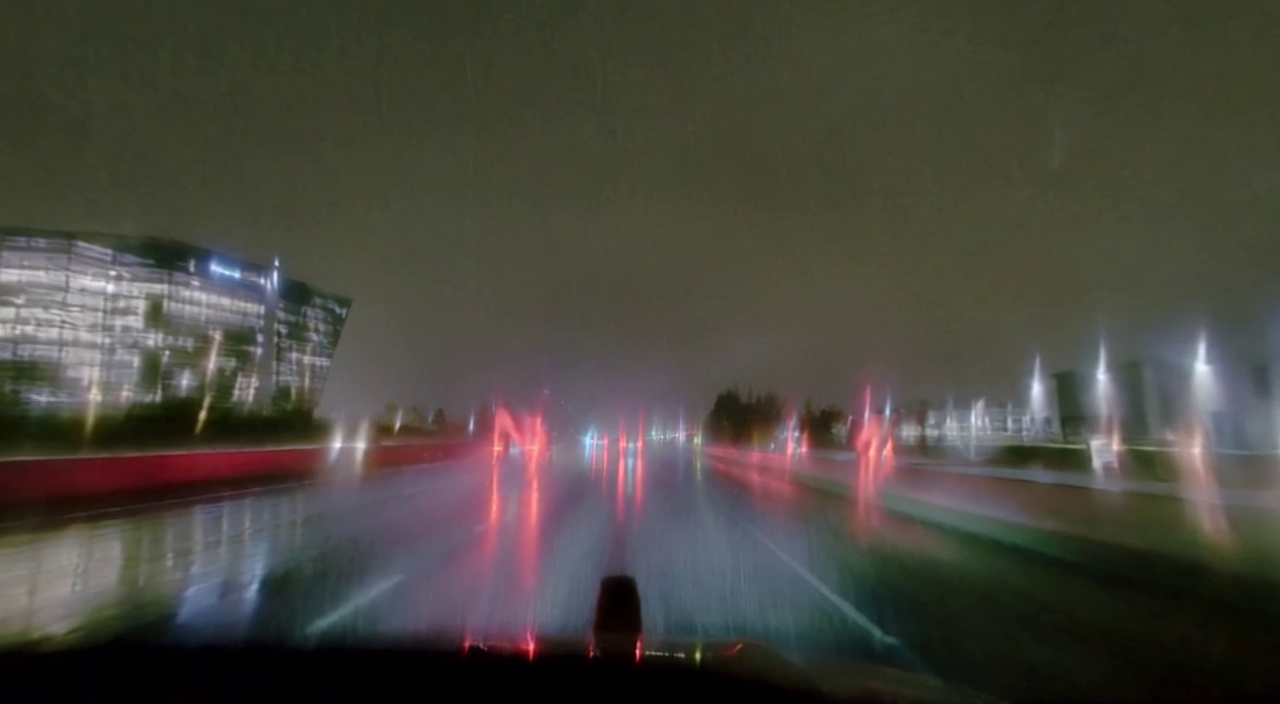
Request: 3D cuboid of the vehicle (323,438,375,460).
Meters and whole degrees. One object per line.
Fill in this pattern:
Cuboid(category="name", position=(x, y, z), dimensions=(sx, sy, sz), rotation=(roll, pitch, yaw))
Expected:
Cuboid(category="vehicle", position=(-20.692, 6.899, 44.880), dimensions=(1.796, 1.463, 3.972), rotation=(0, -8, 0))

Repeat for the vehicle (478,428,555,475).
Cuboid(category="vehicle", position=(-4.531, 3.725, 23.825), dimensions=(2.036, 1.612, 4.510), rotation=(0, -8, 0))

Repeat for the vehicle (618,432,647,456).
Cuboid(category="vehicle", position=(-0.531, 6.775, 46.406), dimensions=(2.036, 1.637, 4.009), rotation=(0, -8, -1))
